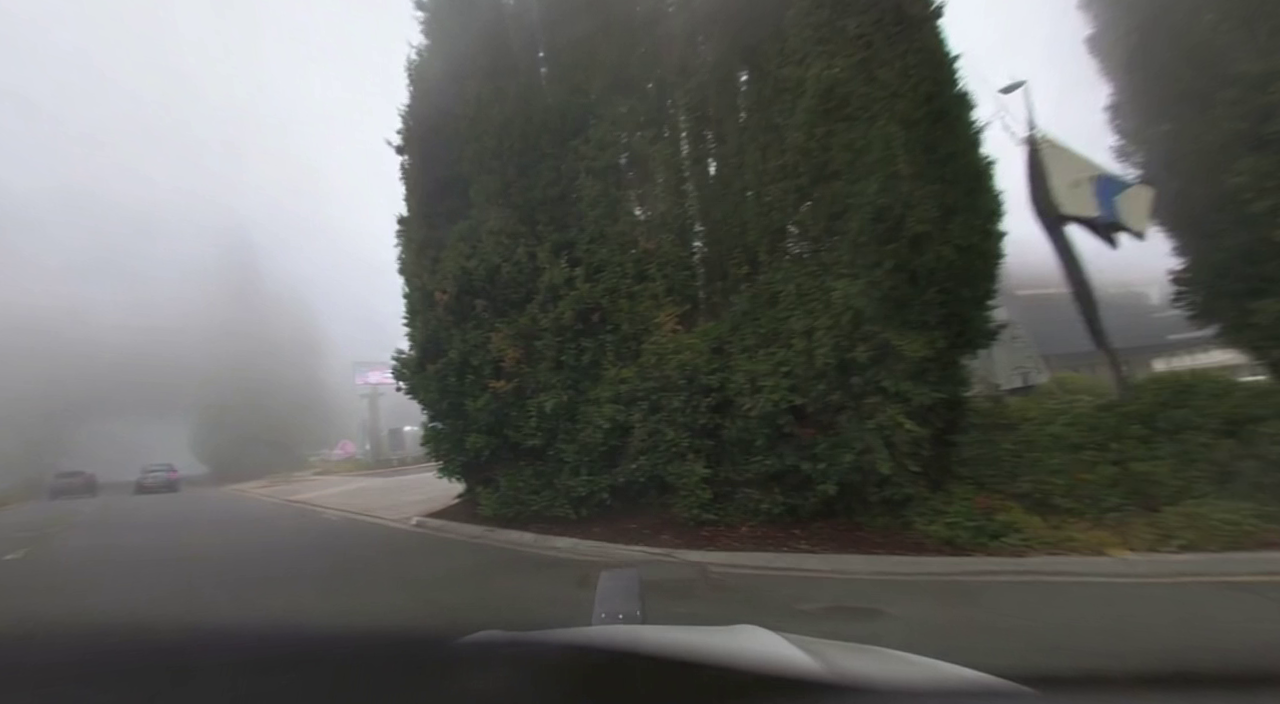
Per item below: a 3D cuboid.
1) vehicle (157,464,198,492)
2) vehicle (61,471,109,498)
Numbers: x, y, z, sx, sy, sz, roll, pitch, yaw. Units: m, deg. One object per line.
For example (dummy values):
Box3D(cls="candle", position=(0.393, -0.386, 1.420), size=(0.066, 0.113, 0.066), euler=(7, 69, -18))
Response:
Box3D(cls="vehicle", position=(-32.640, 8.812, 44.558), size=(2.018, 1.719, 4.369), euler=(6, -11, -38))
Box3D(cls="vehicle", position=(-37.165, 8.843, 42.395), size=(1.976, 1.524, 4.385), euler=(6, -10, -37))
